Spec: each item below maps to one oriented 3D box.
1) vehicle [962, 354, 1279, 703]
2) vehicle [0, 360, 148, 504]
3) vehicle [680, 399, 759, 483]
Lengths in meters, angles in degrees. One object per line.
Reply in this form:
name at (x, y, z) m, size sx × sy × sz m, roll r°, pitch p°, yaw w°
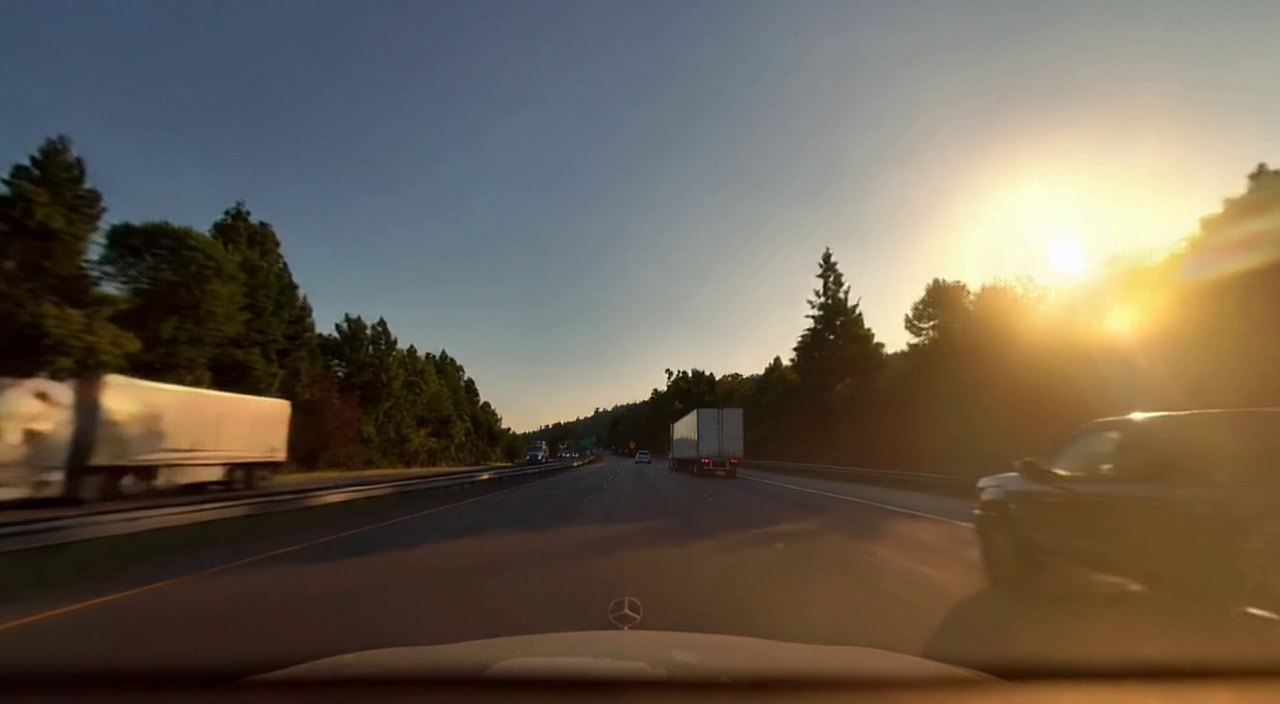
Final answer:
vehicle at (3.746, 0.913, 3.075) m, size 2.096 × 1.653 × 4.185 m, roll 0°, pitch -9°, yaw 0°
vehicle at (-19.041, 2.504, 19.257) m, size 2.947 × 3.912 × 5.781 m, roll 0°, pitch -9°, yaw 1°
vehicle at (4.154, 5.081, 35.487) m, size 3.117 × 3.971 × 10.593 m, roll 1°, pitch -9°, yaw 1°
